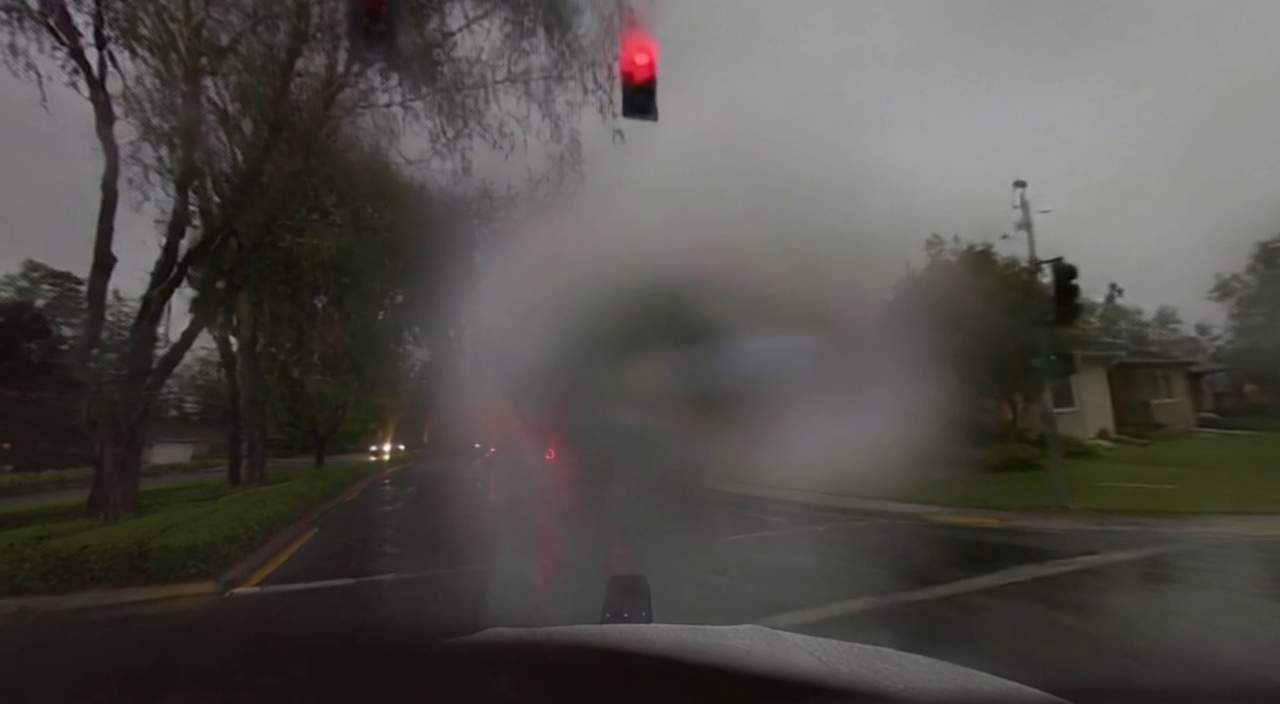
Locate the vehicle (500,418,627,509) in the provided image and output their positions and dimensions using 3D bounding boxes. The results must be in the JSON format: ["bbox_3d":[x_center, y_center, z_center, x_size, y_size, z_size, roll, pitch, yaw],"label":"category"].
[{"bbox_3d":[-2.062,2.662,15.564,2.141,1.833,4.704,3,-9,-19],"label":"vehicle"}]

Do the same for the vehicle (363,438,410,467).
[{"bbox_3d":[-16.134,6.411,40.295,2.063,1.721,4.261,2,-8,-12],"label":"vehicle"}]
